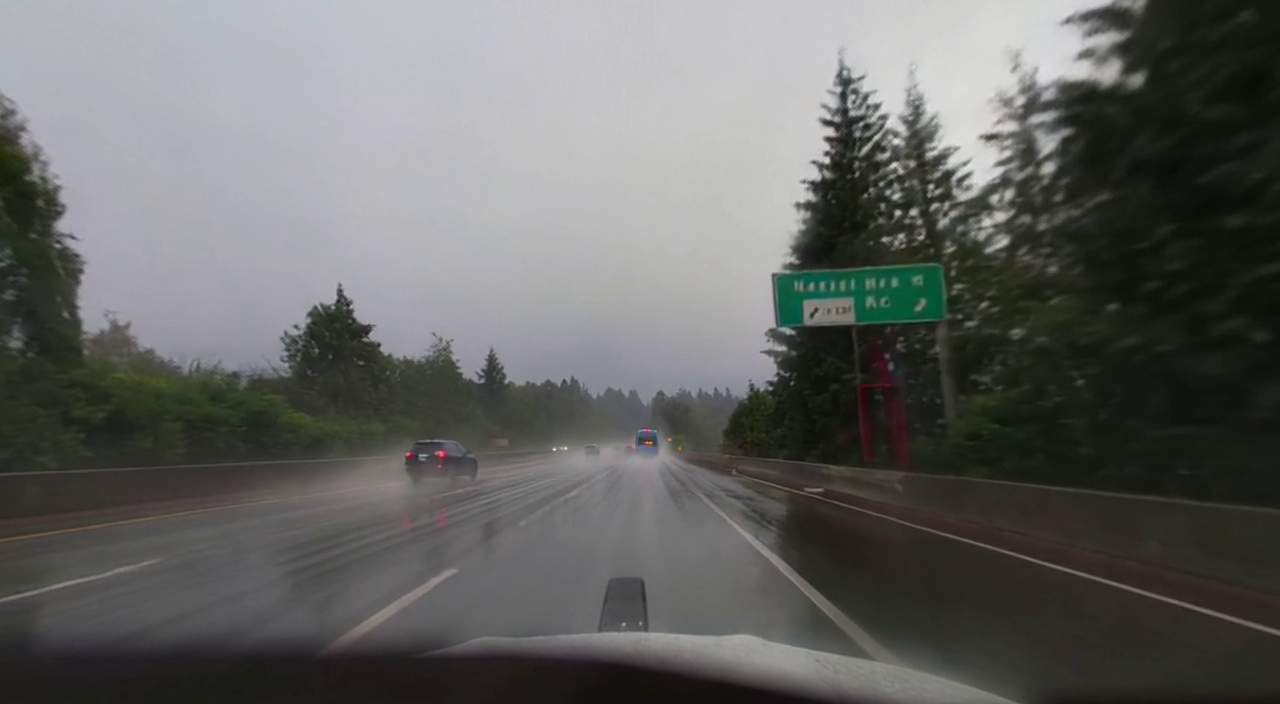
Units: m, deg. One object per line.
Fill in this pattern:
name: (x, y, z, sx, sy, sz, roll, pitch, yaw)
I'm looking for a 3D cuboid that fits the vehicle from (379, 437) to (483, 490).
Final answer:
vehicle: (-7.339, 3.954, 22.726, 2.080, 1.674, 4.660, 0, -8, 1)
